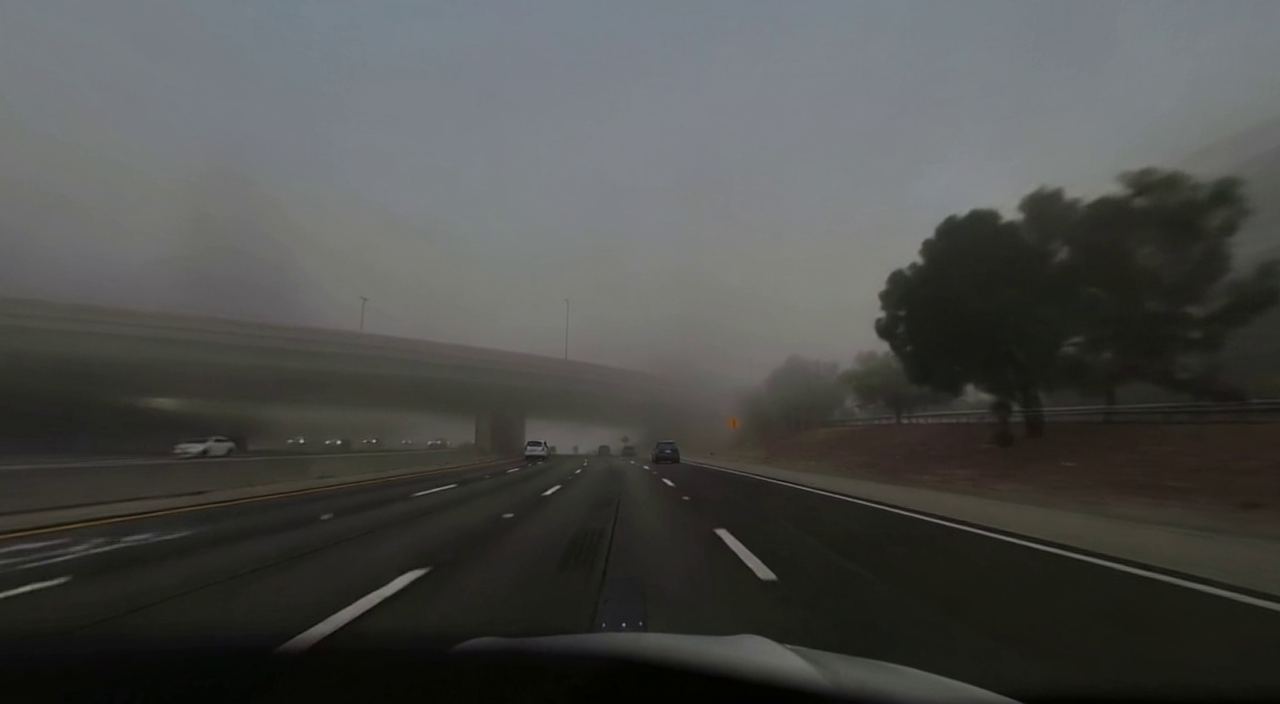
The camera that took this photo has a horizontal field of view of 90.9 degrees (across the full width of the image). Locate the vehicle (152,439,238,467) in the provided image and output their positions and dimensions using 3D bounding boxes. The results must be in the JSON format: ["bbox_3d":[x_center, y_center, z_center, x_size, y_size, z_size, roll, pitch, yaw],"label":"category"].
[{"bbox_3d":[-27.104,6.134,38.651,2.030,1.578,4.712,0,-8,-3],"label":"vehicle"}]

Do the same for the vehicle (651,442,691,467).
[{"bbox_3d":[1.962,6.761,41.799,2.059,1.509,4.670,0,-8,-4],"label":"vehicle"}]
